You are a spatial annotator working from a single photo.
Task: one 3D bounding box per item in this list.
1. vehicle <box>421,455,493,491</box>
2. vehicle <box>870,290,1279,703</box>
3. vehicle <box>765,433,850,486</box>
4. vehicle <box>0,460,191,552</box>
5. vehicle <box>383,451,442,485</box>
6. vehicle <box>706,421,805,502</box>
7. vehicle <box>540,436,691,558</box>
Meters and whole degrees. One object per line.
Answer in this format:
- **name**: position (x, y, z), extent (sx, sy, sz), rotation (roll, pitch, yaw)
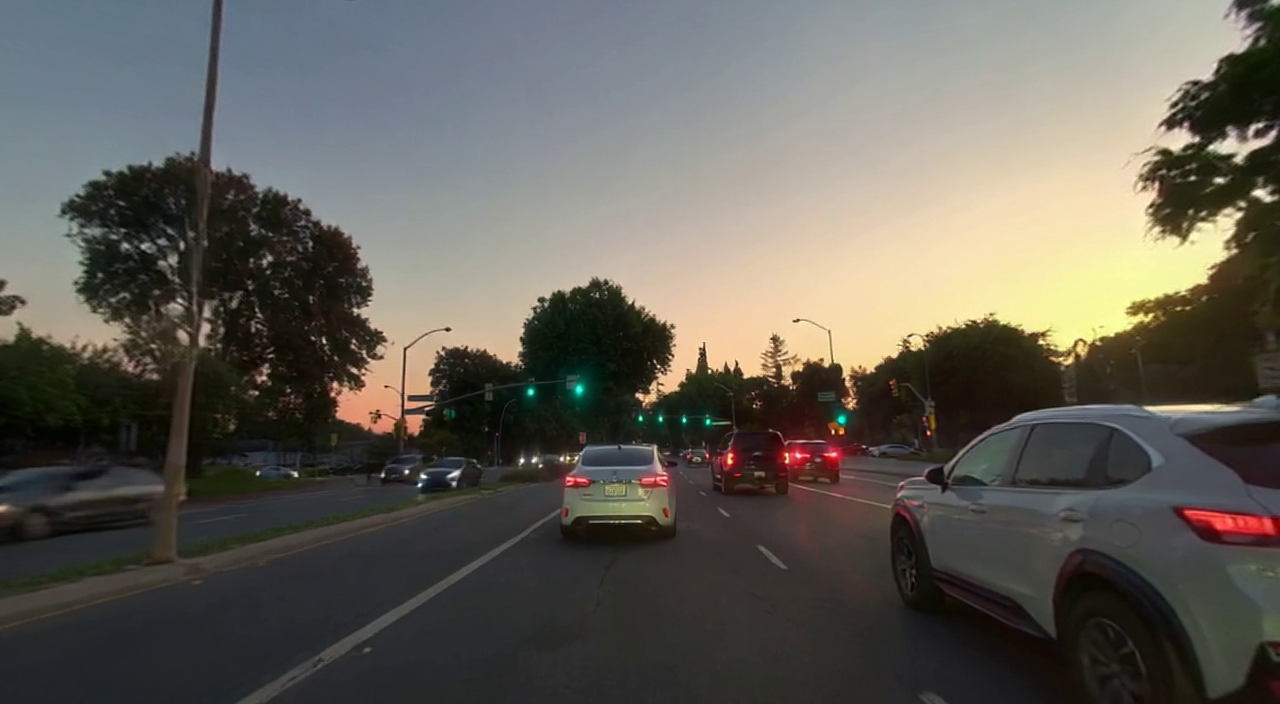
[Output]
- **vehicle**: position (-8.678, 5.759, 30.199), extent (2.050, 1.498, 4.238), rotation (0, -9, 2)
- **vehicle**: position (3.306, 1.052, 4.078), extent (1.982, 1.960, 4.427), rotation (0, -9, 1)
- **vehicle**: position (7.709, 5.014, 29.620), extent (2.627, 2.252, 5.236), rotation (0, -9, 1)
- **vehicle**: position (-12.709, 3.273, 14.026), extent (1.926, 1.598, 4.509), rotation (0, -9, 1)
- **vehicle**: position (-15.465, 7.888, 42.955), extent (2.040, 2.152, 4.854), rotation (0, -9, 2)
- **vehicle**: position (3.900, 3.847, 22.493), extent (2.516, 2.481, 5.766), rotation (0, -9, 1)
- **vehicle**: position (-0.301, 2.343, 10.870), extent (2.111, 1.676, 4.018), rotation (0, -9, 1)
